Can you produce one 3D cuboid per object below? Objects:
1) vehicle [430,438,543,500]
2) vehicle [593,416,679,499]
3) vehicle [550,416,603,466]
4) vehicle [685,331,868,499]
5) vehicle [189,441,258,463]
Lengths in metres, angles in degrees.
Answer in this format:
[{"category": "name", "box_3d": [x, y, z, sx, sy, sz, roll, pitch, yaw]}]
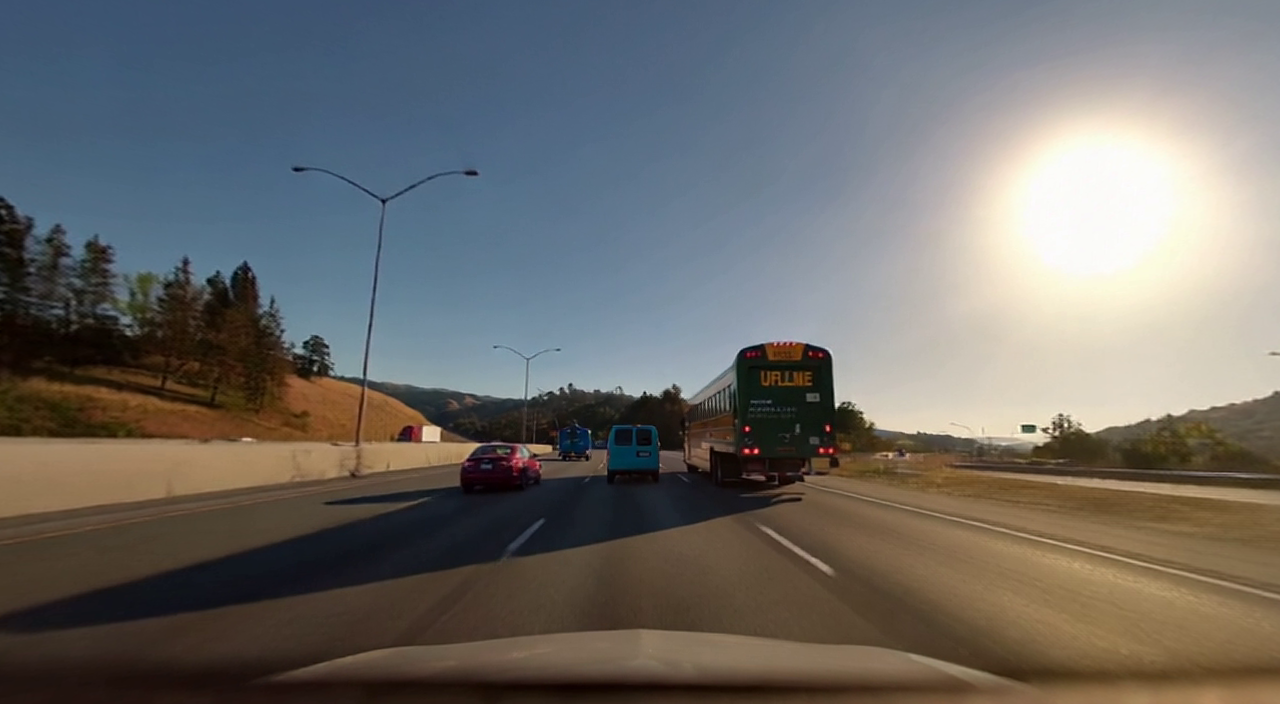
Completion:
[{"category": "vehicle", "box_3d": [-4.006, 3.112, 17.277, 2.039, 1.453, 4.197, 0, -8, 0]}, {"category": "vehicle", "box_3d": [-0.195, 2.831, 17.229, 2.037, 1.929, 4.343, 0, -8, -3]}, {"category": "vehicle", "box_3d": [-4.192, 6.093, 43.116, 2.947, 3.009, 7.991, 0, -8, -1]}, {"category": "vehicle", "box_3d": [3.797, 2.455, 22.049, 3.006, 4.101, 13.245, 0, -8, -2]}, {"category": "vehicle", "box_3d": [-28.948, 6.964, 44.043, 1.806, 1.435, 4.578, 0, -8, -2]}]
